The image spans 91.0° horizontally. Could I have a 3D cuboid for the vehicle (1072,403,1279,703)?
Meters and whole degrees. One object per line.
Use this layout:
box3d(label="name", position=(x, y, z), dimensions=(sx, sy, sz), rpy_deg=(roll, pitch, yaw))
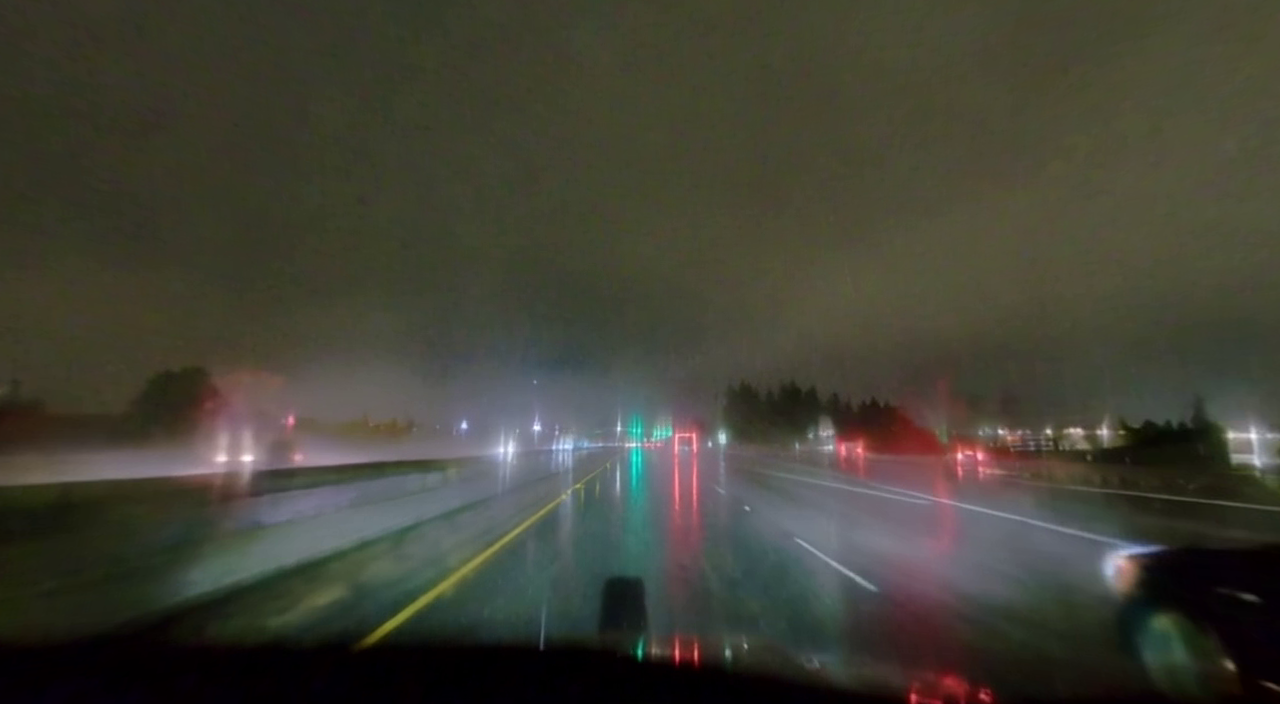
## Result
box3d(label="vehicle", position=(3.476, 0.771, 1.224), dimensions=(2.091, 1.482, 4.522), rpy_deg=(0, -8, 1))

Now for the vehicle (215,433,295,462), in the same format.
box3d(label="vehicle", position=(-20.050, 4.982, 32.939), dimensions=(1.809, 1.431, 3.660), rpy_deg=(0, -8, 1))
